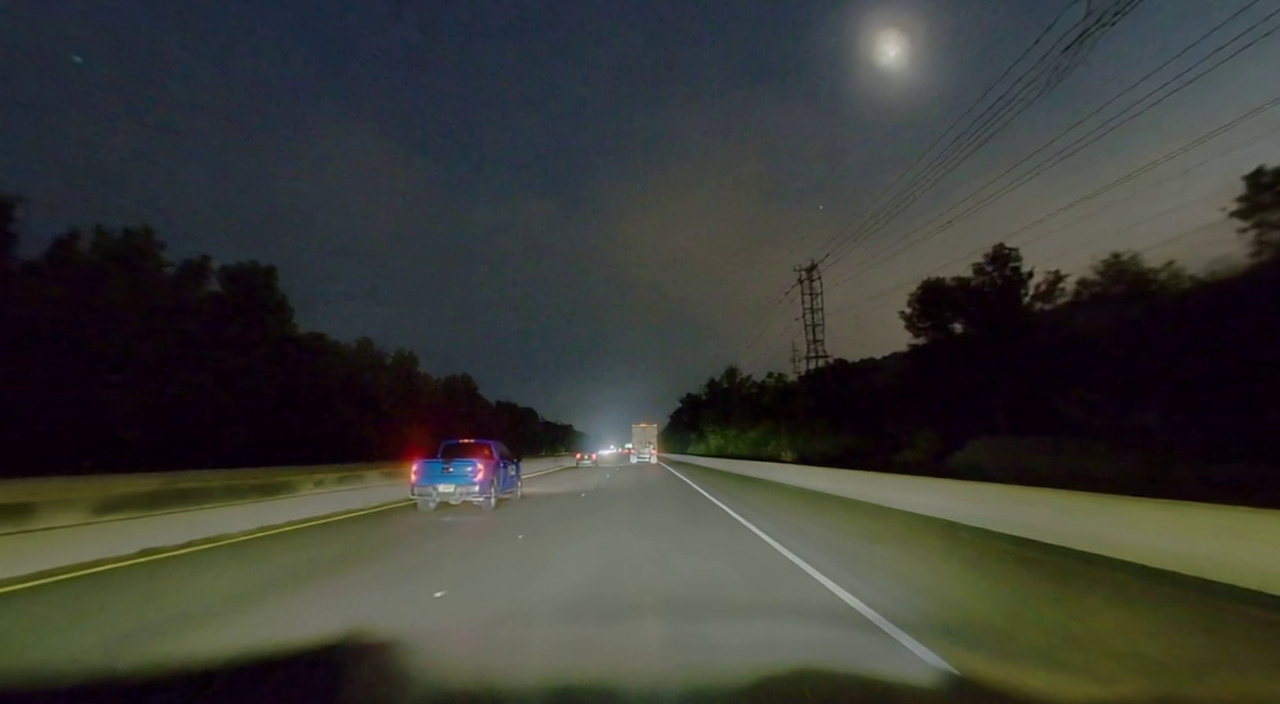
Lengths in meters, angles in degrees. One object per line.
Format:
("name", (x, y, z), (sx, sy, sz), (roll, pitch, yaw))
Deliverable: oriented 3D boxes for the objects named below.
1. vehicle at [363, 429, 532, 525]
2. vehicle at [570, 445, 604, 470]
("vehicle", (-3.854, 2.606, 13.776), (2.049, 1.697, 4.998), (0, -9, 1))
("vehicle", (-3.910, 7.864, 47.179), (2.111, 1.735, 4.066), (0, -9, 1))
